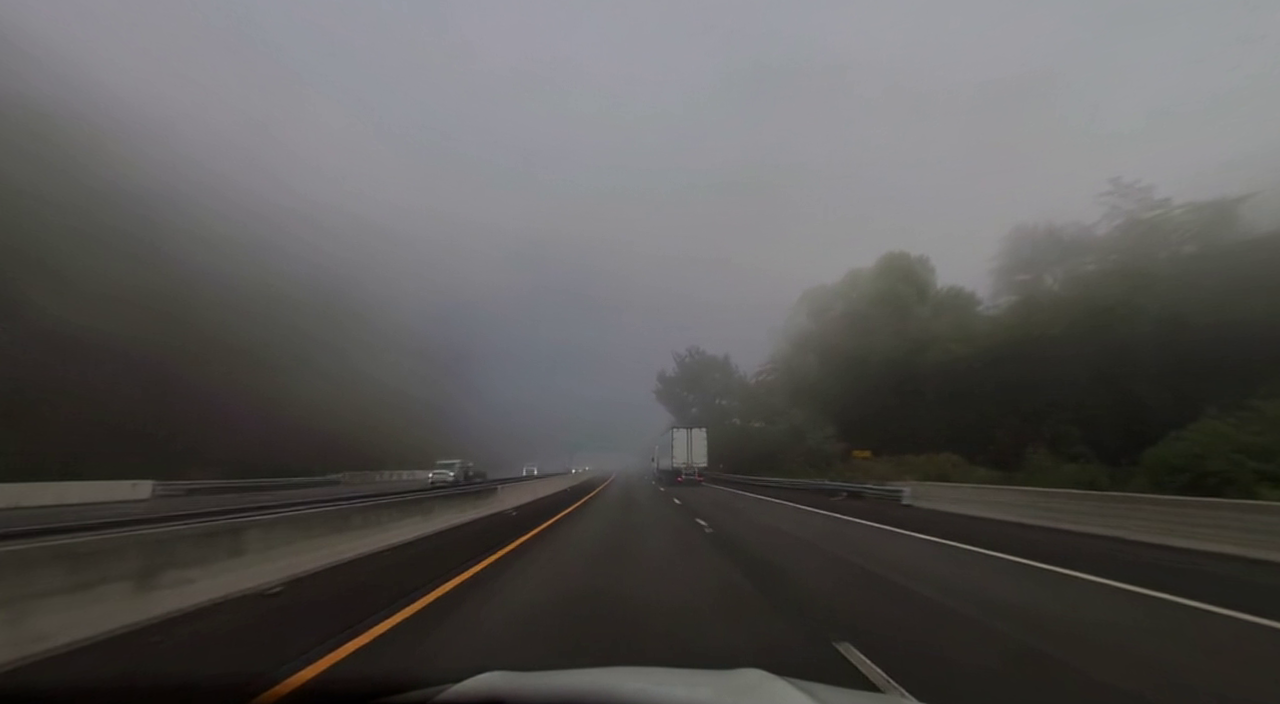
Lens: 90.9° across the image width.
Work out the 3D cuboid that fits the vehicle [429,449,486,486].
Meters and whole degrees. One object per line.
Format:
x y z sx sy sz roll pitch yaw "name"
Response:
-14.019 8.949 48.894 2.593 2.612 6.200 1 -11 -1 "vehicle"
